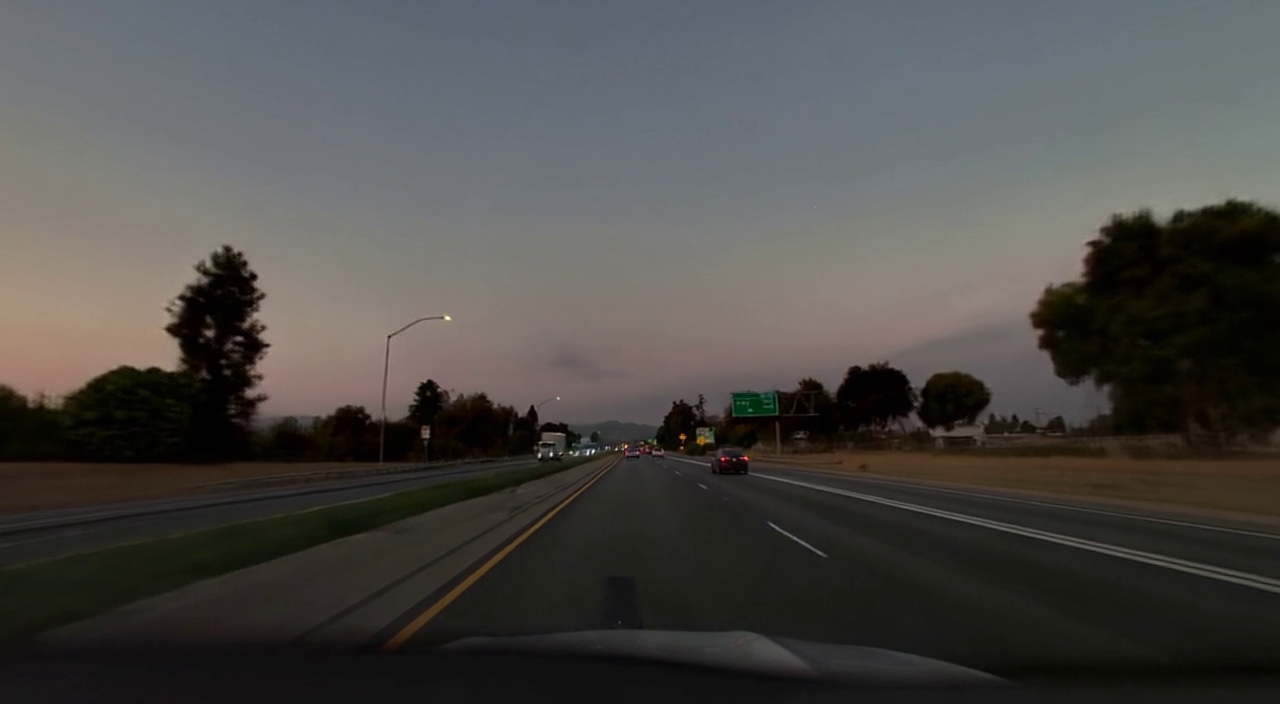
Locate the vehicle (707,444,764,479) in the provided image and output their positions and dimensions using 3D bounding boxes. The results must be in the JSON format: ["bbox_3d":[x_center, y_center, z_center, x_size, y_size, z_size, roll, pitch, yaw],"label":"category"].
[{"bbox_3d":[4.267,4.965,28.630,1.917,1.488,3.693,0,-9,-1],"label":"vehicle"}]
